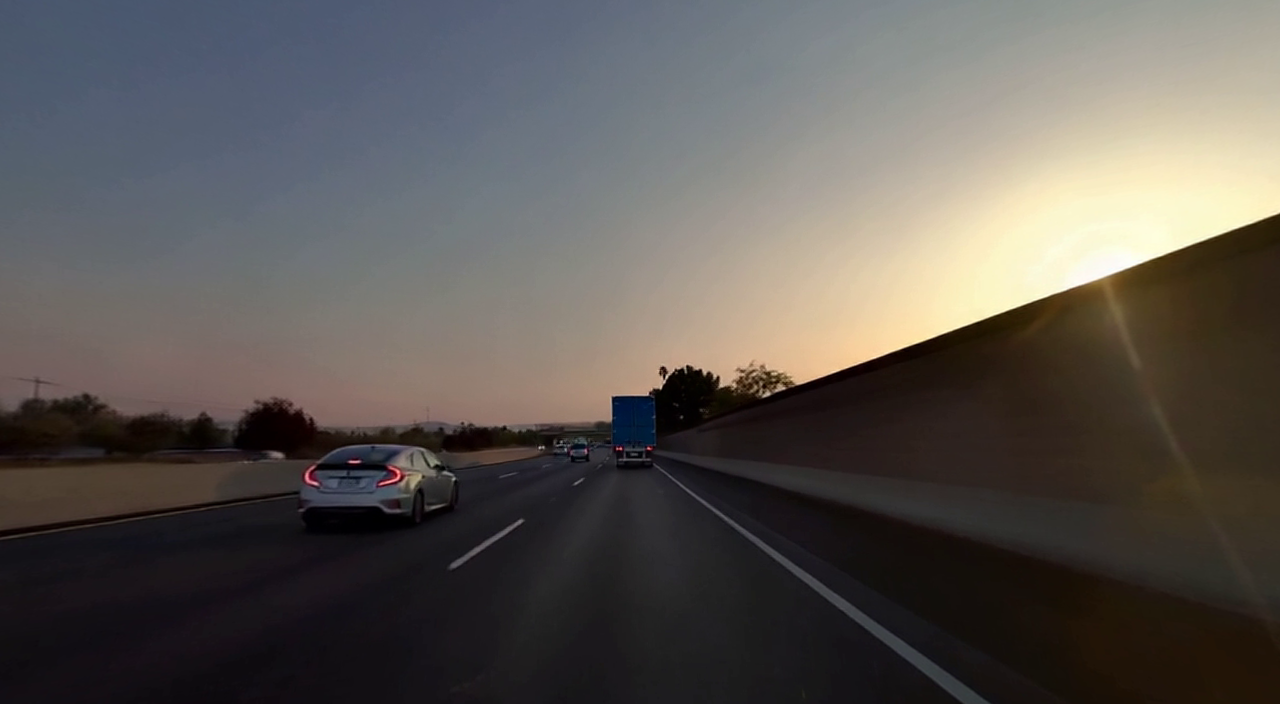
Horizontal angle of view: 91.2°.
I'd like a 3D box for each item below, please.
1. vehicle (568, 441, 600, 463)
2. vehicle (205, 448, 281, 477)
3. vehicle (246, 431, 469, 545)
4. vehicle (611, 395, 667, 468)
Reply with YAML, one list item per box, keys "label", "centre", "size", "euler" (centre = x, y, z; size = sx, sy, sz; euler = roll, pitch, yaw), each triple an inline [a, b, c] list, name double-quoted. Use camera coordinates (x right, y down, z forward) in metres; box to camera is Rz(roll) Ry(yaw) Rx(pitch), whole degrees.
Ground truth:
- label: "vehicle"
  centre: [-4.149, 7.507, 46.943]
  size: [2.006, 1.572, 4.082]
  euler: [0, -9, 0]
- label: "vehicle"
  centre: [-24.554, 6.827, 38.969]
  size: [1.872, 1.634, 4.410]
  euler: [0, -9, 0]
- label: "vehicle"
  centre: [-4.284, 2.108, 10.292]
  size: [1.895, 1.500, 3.808]
  euler: [0, -9, 0]
- label: "vehicle"
  centre: [-0.180, 5.285, 40.592]
  size: [3.123, 4.094, 10.812]
  euler: [0, -9, -1]
